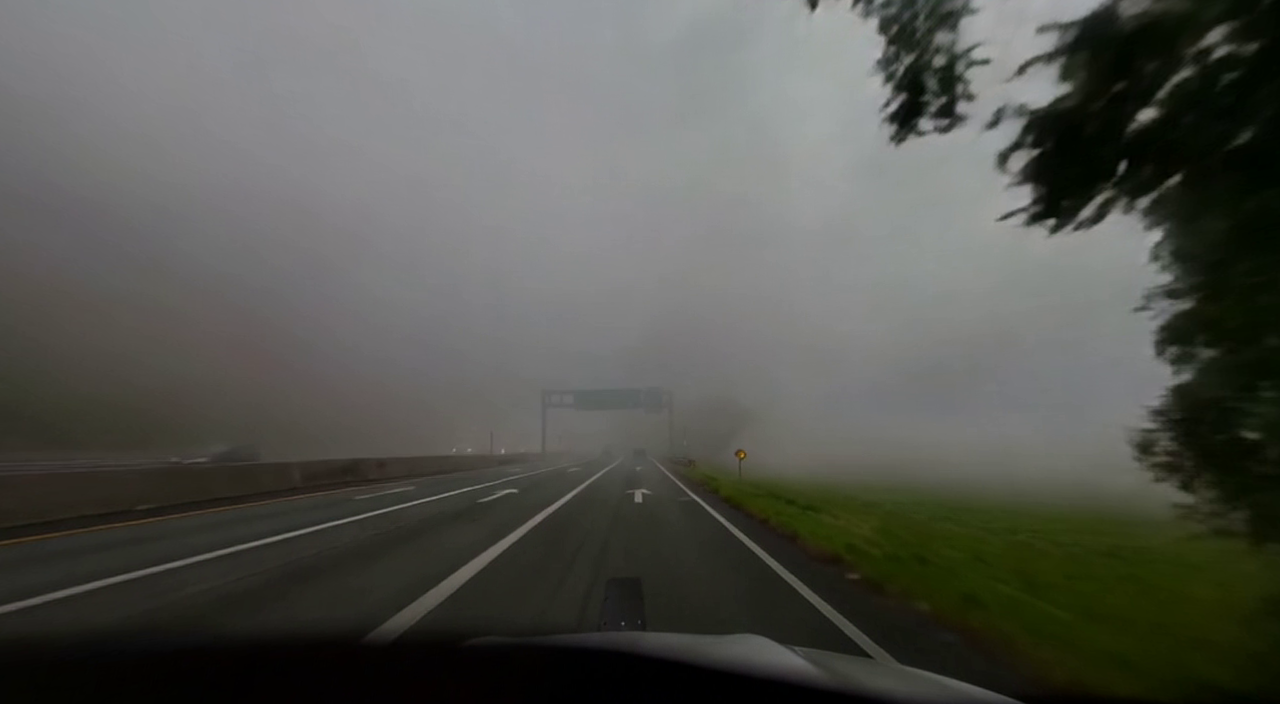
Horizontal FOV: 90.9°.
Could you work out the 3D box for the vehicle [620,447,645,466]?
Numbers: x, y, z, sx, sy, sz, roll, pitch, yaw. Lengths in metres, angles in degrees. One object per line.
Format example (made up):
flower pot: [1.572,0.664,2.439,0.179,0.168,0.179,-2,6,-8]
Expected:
vehicle: [-0.591,8.044,48.564,1.807,1.427,3.645,0,-9,-1]
